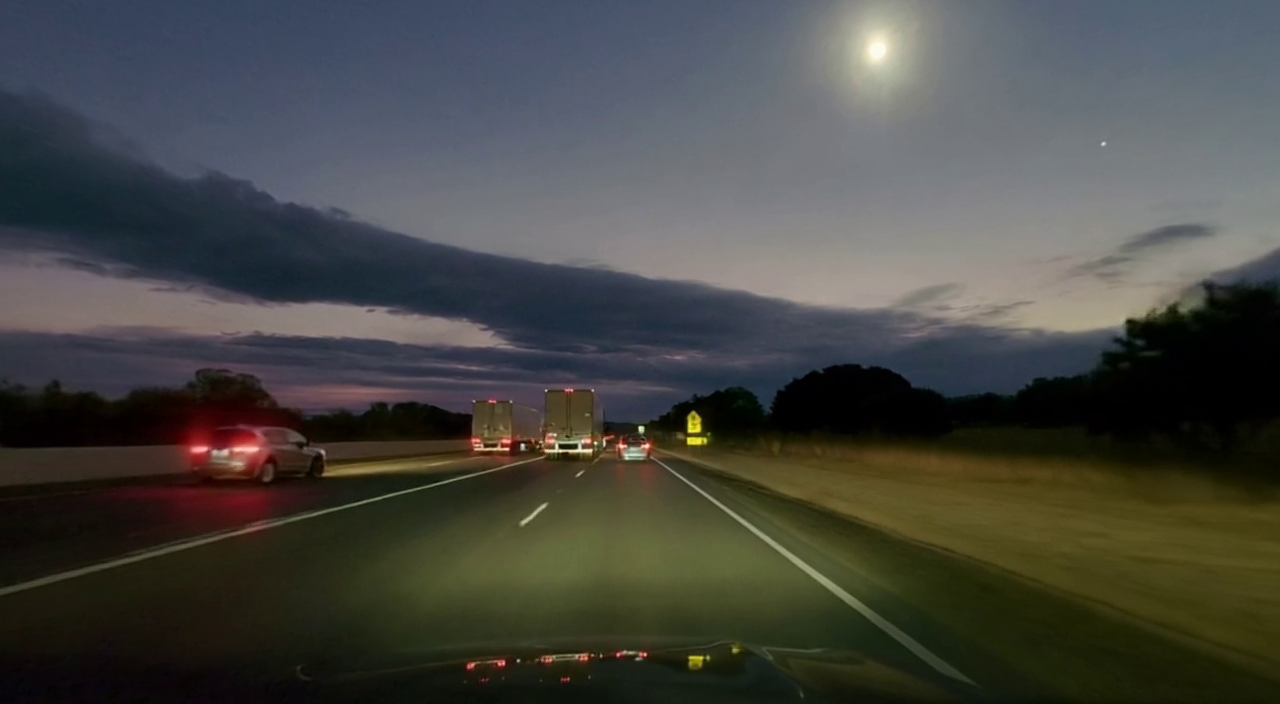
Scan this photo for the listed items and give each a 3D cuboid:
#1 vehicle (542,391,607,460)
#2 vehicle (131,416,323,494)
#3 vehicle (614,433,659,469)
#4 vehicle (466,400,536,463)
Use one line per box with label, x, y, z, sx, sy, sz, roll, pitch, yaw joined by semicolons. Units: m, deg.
vehicle;-4.282;5.496;45.449;3.475;4.037;17.454;0;-8;-2
vehicle;-11.122;2.813;17.531;2.153;1.841;4.790;0;-8;-1
vehicle;-0.228;4.375;27.976;1.891;1.477;3.599;0;-8;-2
vehicle;-8.137;4.788;37.812;2.728;3.405;7.096;0;-8;-2
